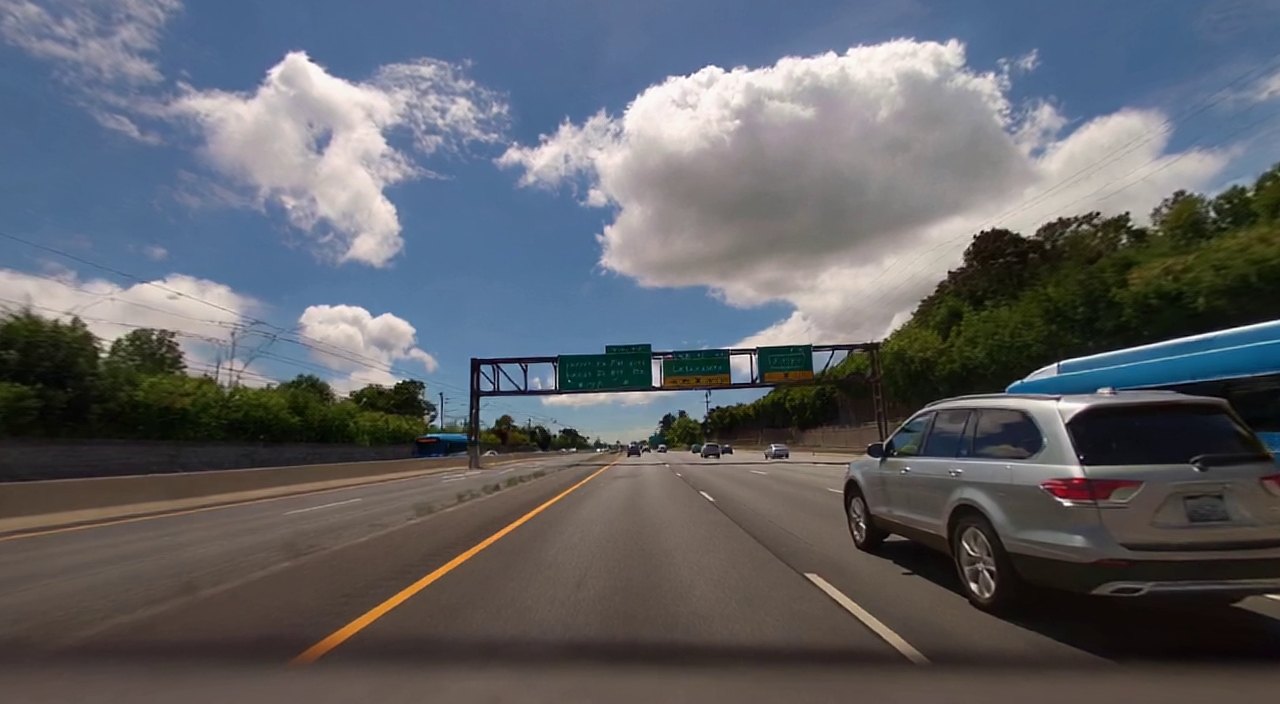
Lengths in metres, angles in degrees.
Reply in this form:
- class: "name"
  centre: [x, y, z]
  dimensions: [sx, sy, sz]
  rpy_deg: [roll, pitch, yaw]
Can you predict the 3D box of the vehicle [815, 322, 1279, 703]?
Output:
- class: "vehicle"
  centre: [3.245, 1.146, 5.093]
  dimensions: [2.207, 1.850, 4.875]
  rpy_deg: [0, -9, 0]
